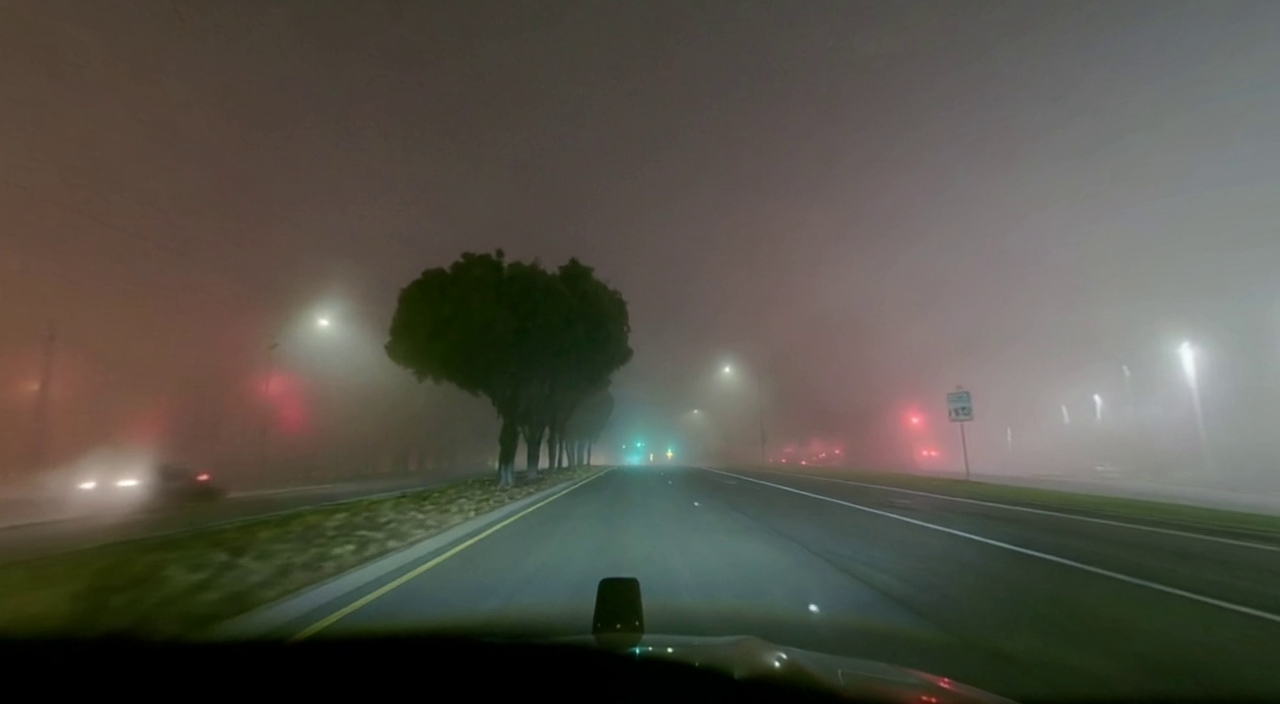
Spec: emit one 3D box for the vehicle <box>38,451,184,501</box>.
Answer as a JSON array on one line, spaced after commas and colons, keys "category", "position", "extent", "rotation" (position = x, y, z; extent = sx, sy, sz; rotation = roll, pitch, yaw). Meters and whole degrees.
[{"category": "vehicle", "position": [-19.380, 4.505, 23.431], "extent": [1.896, 1.623, 4.124], "rotation": [0, -9, -2]}]
